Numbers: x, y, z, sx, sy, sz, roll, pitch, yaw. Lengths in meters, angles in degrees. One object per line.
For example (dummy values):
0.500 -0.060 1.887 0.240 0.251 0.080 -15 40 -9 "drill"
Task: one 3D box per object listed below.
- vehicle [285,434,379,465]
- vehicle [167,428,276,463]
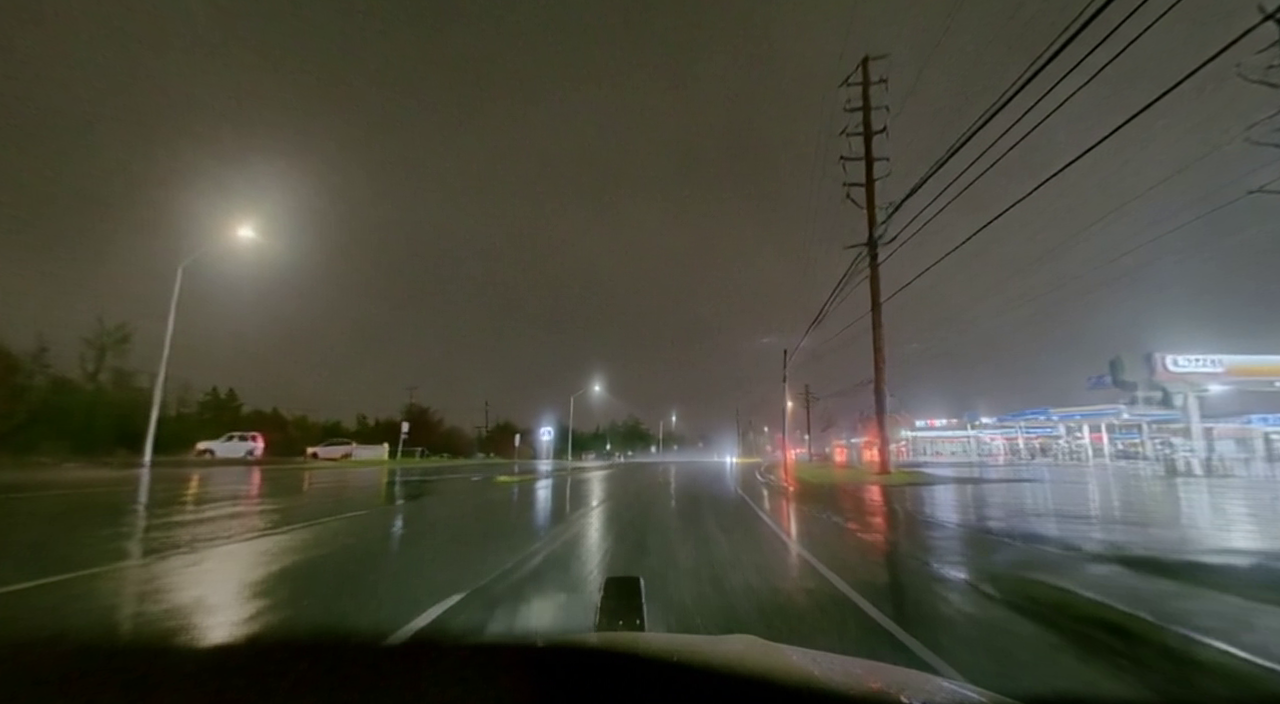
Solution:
-20.890 6.622 42.726 5.785 2.002 2.241 -4 -9 19 "vehicle"
-23.245 5.194 34.978 5.426 1.822 2.014 -2 -9 19 "vehicle"
